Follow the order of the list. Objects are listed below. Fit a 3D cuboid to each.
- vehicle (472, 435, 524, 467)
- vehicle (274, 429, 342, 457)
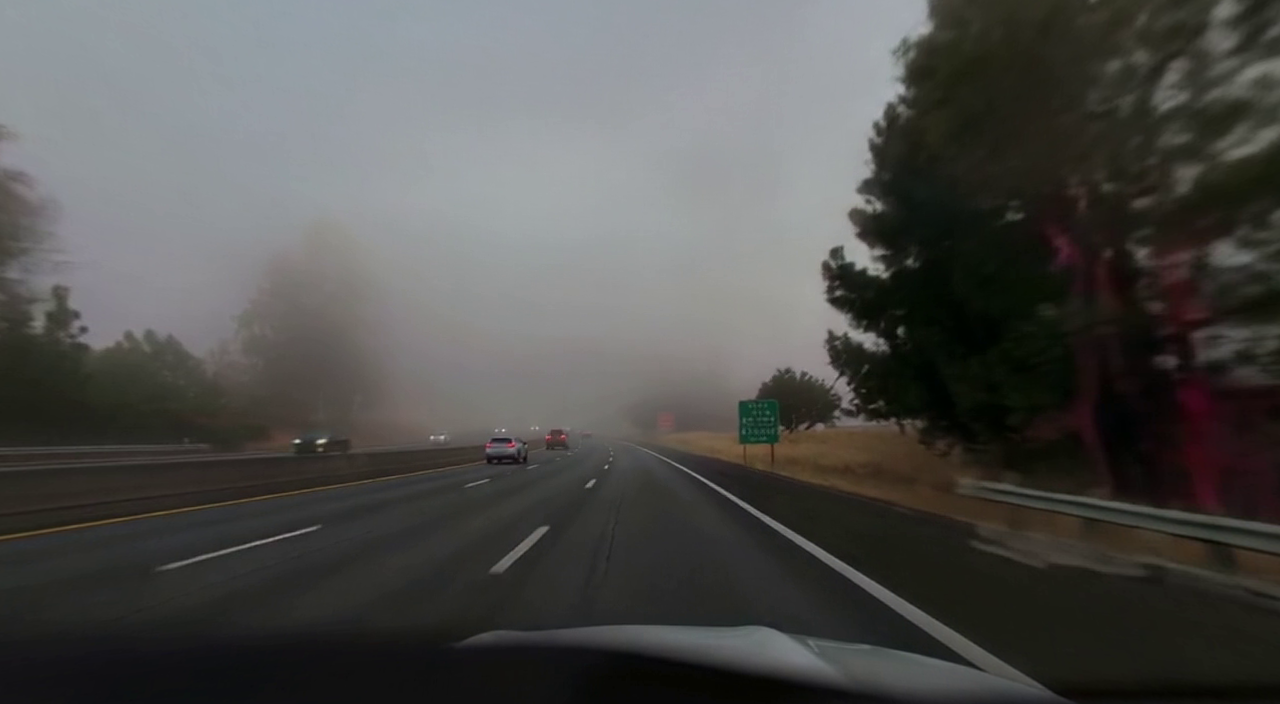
[{"bbox_3d":[-7.606,5.335,34.241,1.931,1.608,3.977,0,-8,-1],"label":"vehicle"},{"bbox_3d":[-21.366,5.878,40.805,2.005,1.716,4.606,0,-8,-2],"label":"vehicle"}]
